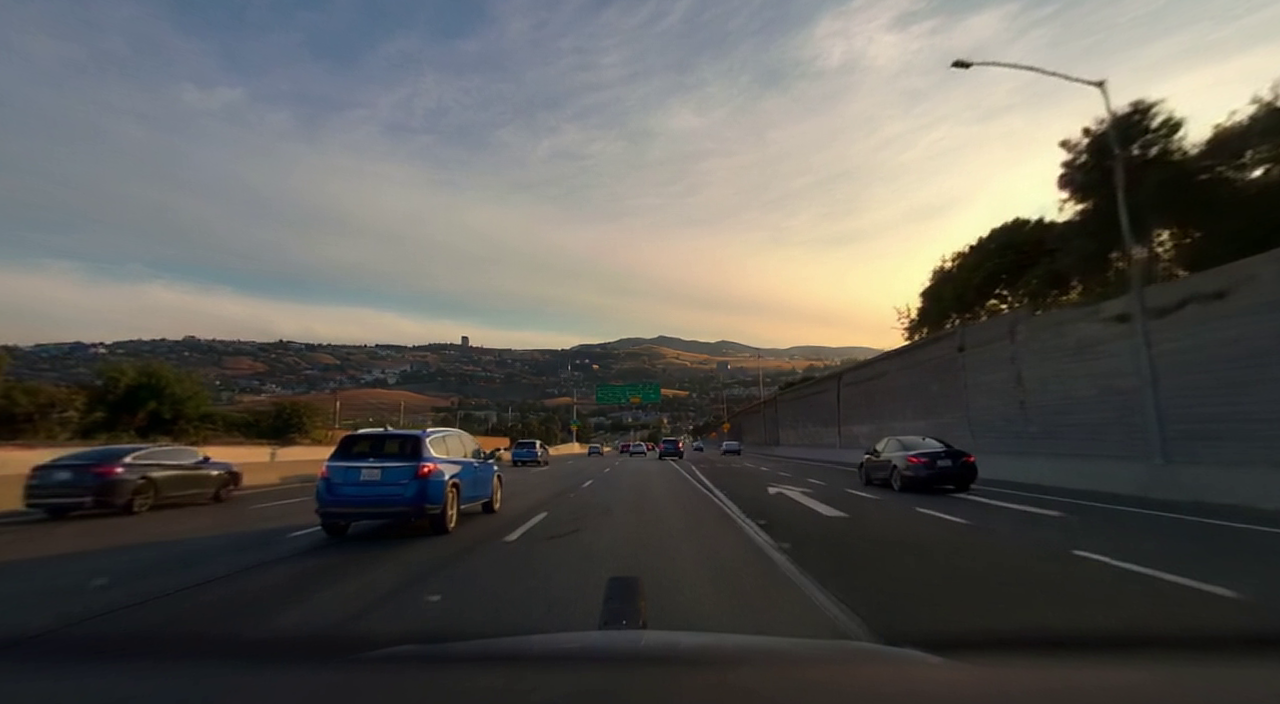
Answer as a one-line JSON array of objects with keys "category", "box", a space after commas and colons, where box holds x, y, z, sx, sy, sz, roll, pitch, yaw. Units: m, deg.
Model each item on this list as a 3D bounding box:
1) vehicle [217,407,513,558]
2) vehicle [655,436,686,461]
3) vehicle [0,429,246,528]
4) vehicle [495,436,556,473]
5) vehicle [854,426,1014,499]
[{"category": "vehicle", "box": [-3.725, 1.894, 9.960, 2.210, 1.730, 5.133, -1, -8, 2]}, {"category": "vehicle", "box": [2.431, 7.545, 49.385, 2.172, 1.824, 5.031, -1, -8, 5]}, {"category": "vehicle", "box": [-11.278, 2.643, 13.851, 2.091, 1.774, 4.754, 0, -8, 1]}, {"category": "vehicle", "box": [-5.798, 5.246, 32.594, 2.076, 1.730, 4.537, -1, -8, 3]}, {"category": "vehicle", "box": [7.545, 2.879, 16.802, 2.122, 1.646, 4.491, 0, -8, 1]}]
